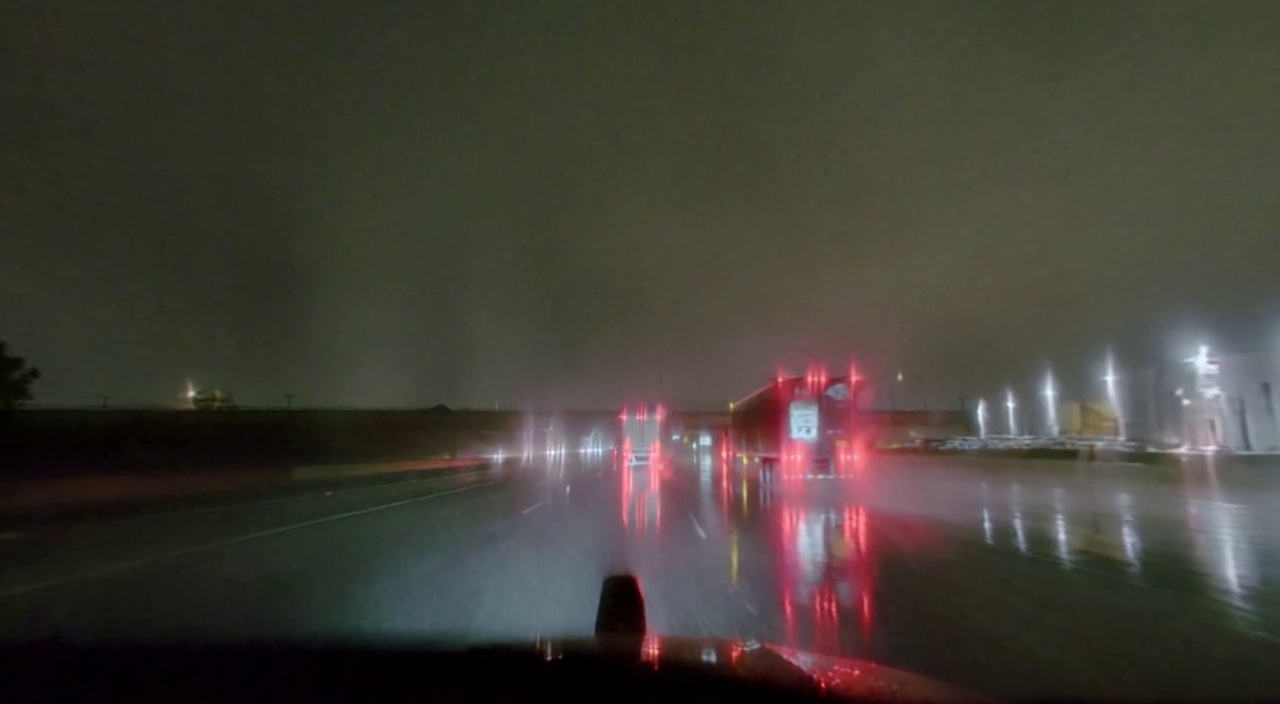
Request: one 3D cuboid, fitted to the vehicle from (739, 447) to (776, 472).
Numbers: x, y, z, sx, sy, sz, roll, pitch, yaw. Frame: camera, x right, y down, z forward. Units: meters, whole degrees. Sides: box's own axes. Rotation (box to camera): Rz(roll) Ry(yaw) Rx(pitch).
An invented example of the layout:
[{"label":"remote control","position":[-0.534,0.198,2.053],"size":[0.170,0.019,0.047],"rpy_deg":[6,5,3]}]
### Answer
[{"label":"vehicle","position":[7.374,6.729,39.749],"size":[1.660,1.497,3.594],"rpy_deg":[0,-9,1]}]
